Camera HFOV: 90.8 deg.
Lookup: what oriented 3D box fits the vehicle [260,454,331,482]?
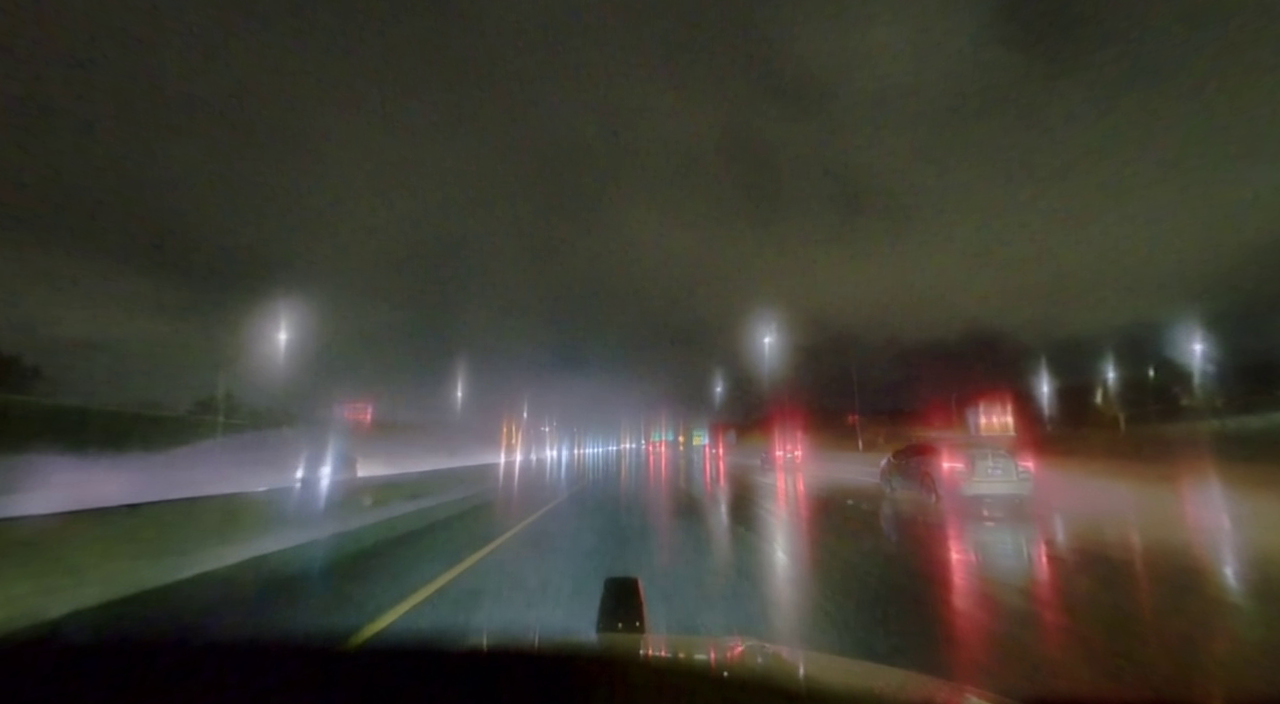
[{"bbox_3d":[-20.723,6.977,38.180,1.832,1.504,4.322,0,-9,0],"label":"vehicle"}]

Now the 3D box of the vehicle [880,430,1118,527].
[{"bbox_3d":[6.745,2.405,12.647,1.901,1.548,4.684,0,-9,-1],"label":"vehicle"}]
